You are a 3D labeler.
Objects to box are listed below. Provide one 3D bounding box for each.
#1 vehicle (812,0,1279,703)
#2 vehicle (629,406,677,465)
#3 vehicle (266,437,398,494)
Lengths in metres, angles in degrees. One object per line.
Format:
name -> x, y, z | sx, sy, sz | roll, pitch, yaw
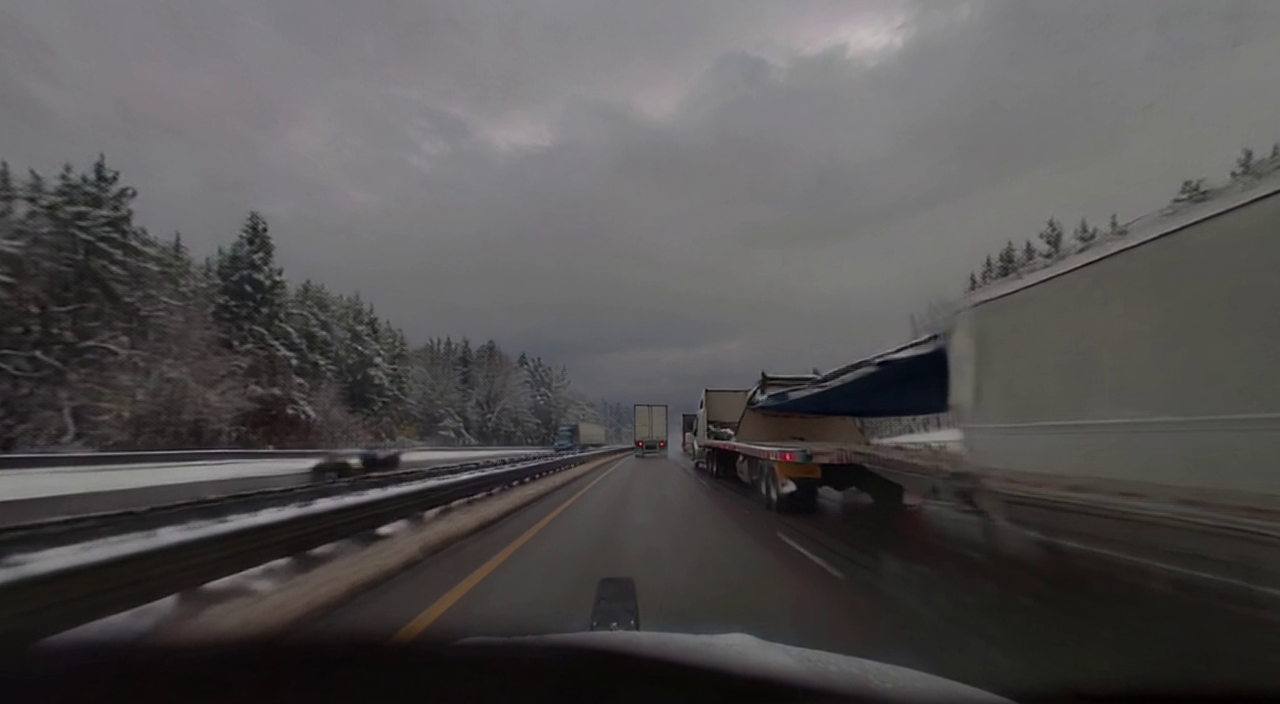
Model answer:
vehicle -> 4.481, 0.162, 6.409 | 2.860, 4.036, 8.586 | 0, -8, -1
vehicle -> 0.818, 5.228, 39.172 | 2.644, 3.247, 7.454 | -1, -8, 1
vehicle -> -8.672, 3.199, 18.172 | 1.829, 1.406, 3.980 | 0, -8, -1
